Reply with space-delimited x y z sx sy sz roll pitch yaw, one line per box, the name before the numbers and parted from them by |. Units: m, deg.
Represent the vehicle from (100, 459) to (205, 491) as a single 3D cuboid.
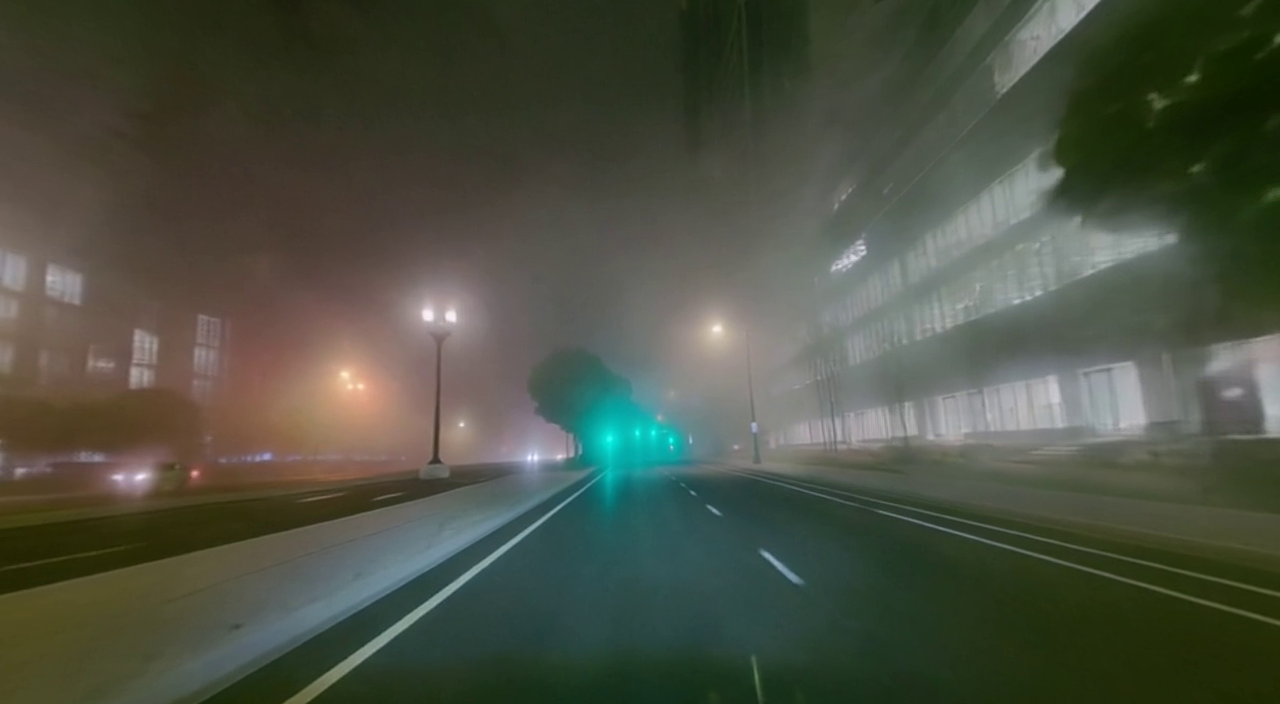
vehicle | -26.453 6.658 34.532 1.927 1.476 4.717 0 -9 0
